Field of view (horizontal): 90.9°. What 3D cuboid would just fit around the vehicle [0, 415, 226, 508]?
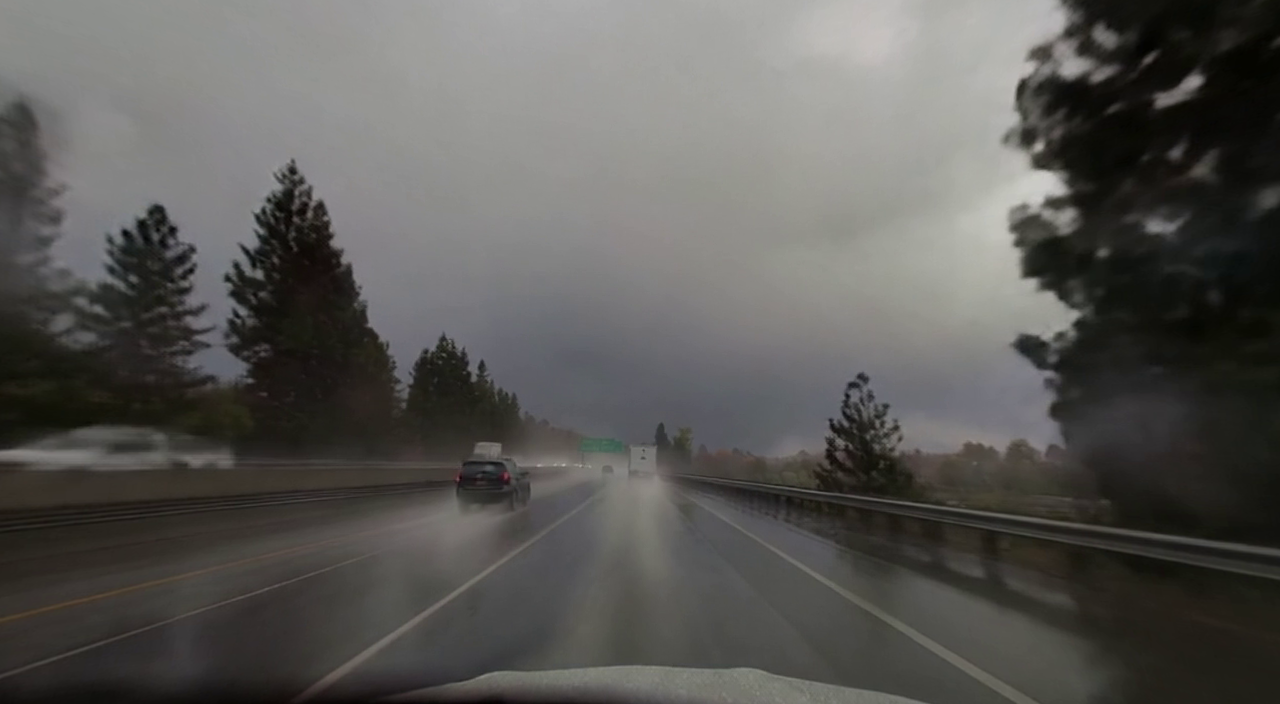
[{"bbox_3d":[-12.190,2.518,14.421,2.034,1.743,4.889,1,-11,0],"label":"vehicle"}]

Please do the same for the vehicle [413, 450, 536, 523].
[{"bbox_3d":[-4.133,3.462,16.500,2.100,1.605,3.883,1,-11,0],"label":"vehicle"}]

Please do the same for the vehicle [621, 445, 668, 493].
[{"bbox_3d":[0.176,6.841,36.800,2.482,2.549,5.447,1,-11,-2],"label":"vehicle"}]
